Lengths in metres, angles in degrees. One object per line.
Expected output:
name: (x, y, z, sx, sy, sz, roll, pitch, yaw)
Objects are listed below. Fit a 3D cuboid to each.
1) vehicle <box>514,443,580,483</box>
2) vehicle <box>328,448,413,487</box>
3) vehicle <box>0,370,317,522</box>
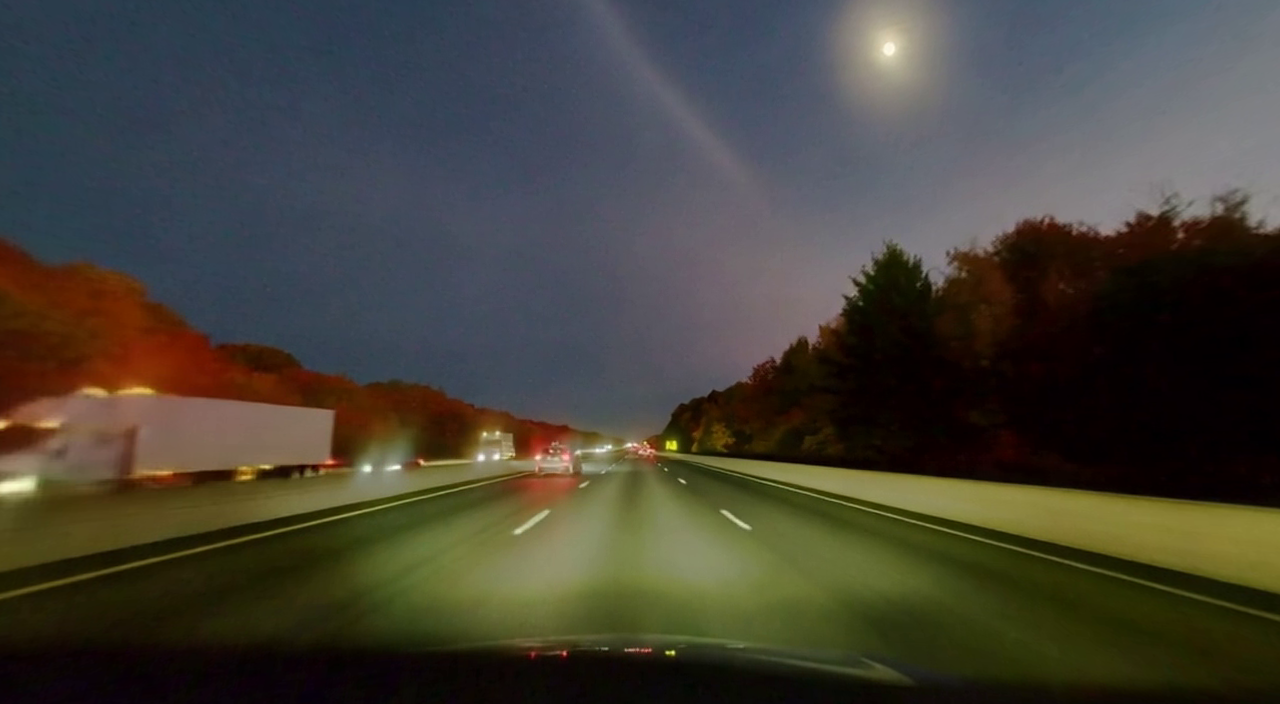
vehicle: (-3.999, 4.859, 27.759, 2.153, 1.577, 4.707, 0, -9, 1)
vehicle: (-11.451, 4.919, 26.964, 1.885, 1.517, 3.993, 0, -9, 0)
vehicle: (-18.643, 3.783, 24.769, 2.955, 4.035, 16.775, 0, -9, 0)
